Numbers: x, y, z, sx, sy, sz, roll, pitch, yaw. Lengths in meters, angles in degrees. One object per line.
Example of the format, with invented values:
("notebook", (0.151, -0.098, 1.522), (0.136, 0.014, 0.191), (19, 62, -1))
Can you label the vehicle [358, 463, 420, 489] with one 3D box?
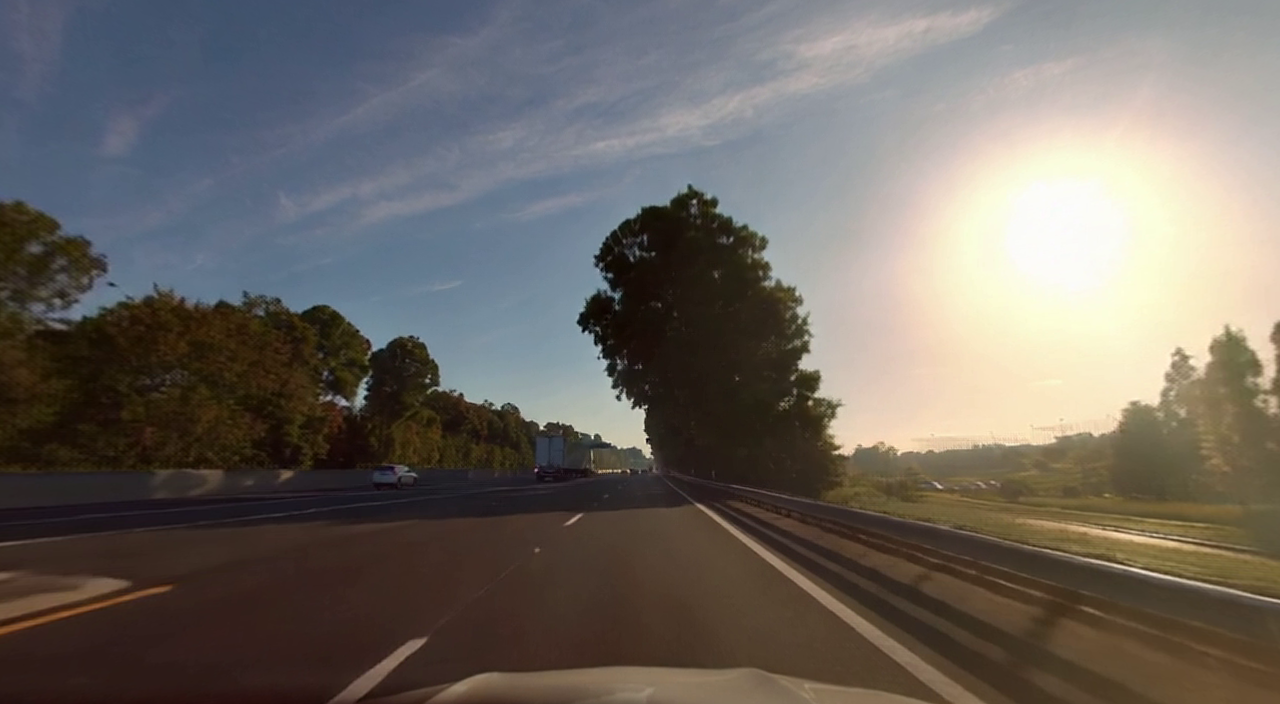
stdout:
("vehicle", (-14.841, 7.350, 37.491), (1.745, 1.430, 4.252), (0, -10, 3))
